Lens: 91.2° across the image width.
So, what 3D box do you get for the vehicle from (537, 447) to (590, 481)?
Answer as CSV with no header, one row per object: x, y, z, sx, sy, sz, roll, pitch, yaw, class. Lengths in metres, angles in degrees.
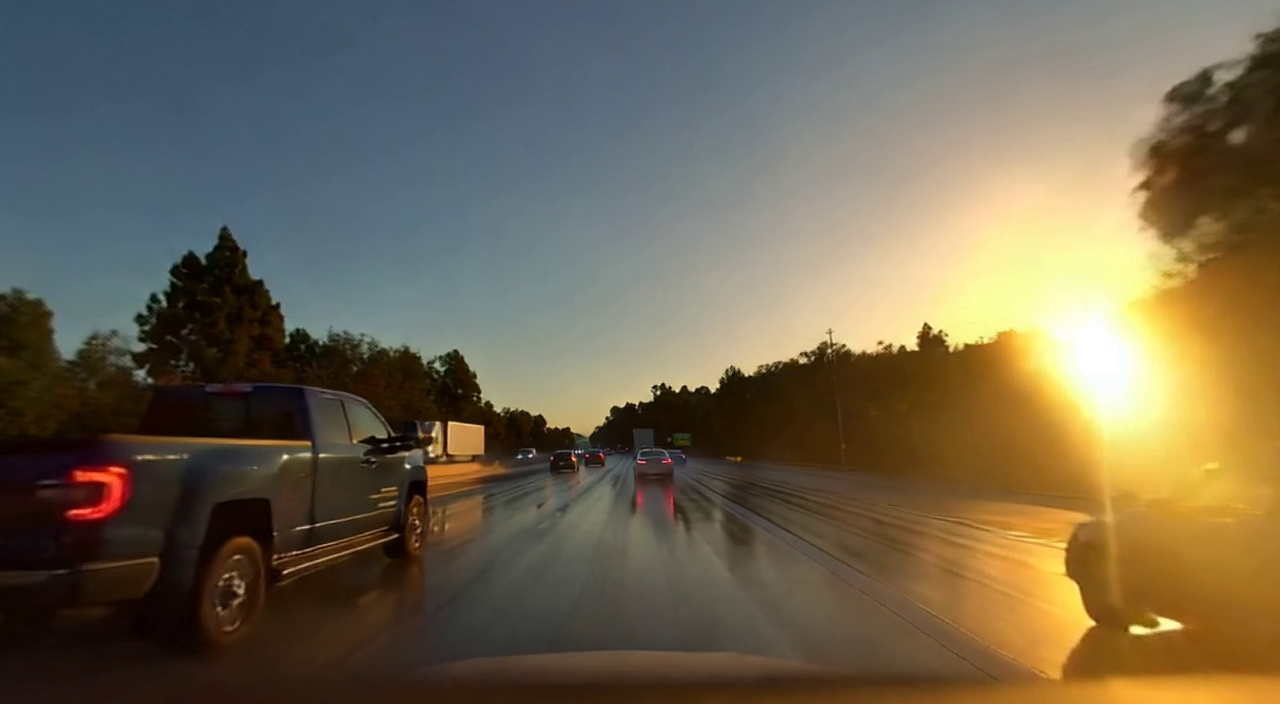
-3.583,5.337,30.183,1.940,1.502,4.463,0,-9,0,vehicle

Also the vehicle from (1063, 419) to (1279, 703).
4.239,1.018,2.717,1.961,1.491,4.035,0,-9,0,vehicle

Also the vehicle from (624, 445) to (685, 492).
0.460,4.168,22.816,2.015,1.526,4.286,0,-9,-1,vehicle

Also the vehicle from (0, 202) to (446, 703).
-3.986,0.984,5.703,2.523,2.458,6.022,0,-9,0,vehicle
